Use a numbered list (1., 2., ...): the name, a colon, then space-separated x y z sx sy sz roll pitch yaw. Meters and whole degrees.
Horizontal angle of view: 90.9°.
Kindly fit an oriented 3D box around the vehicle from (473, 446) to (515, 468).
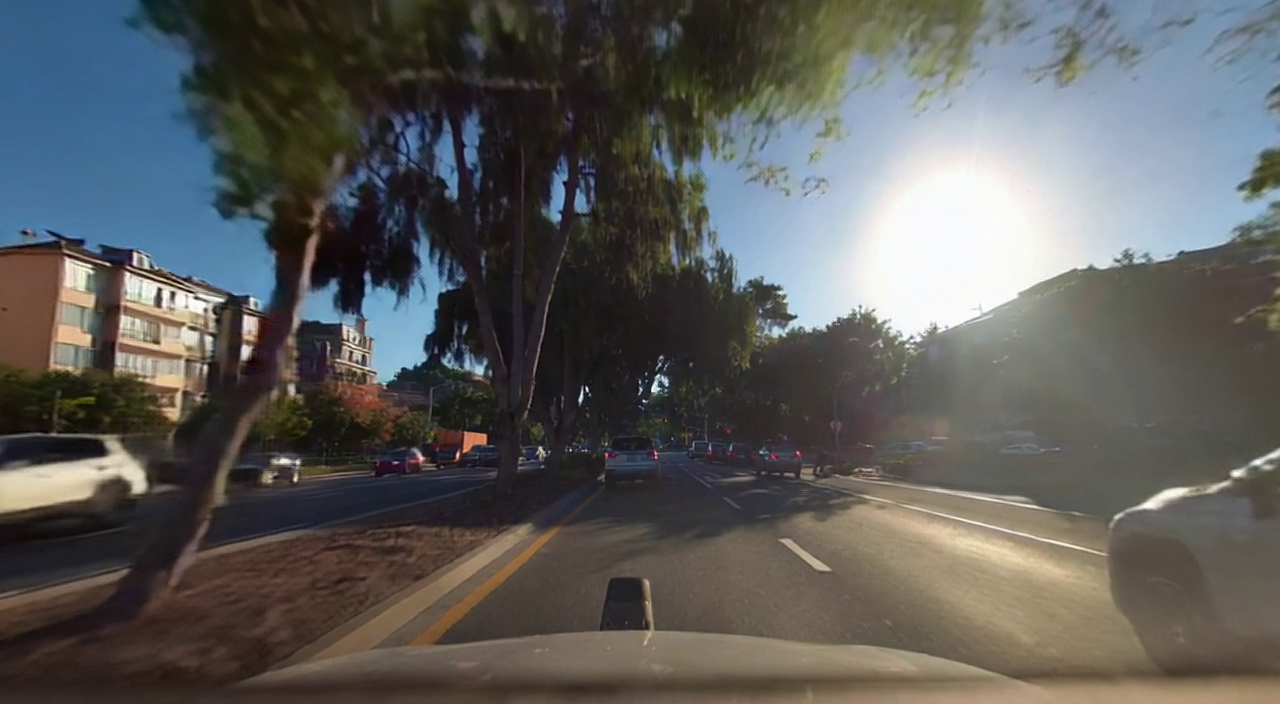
1. vehicle: -10.336 7.450 45.015 1.907 1.471 4.410 0 -8 1

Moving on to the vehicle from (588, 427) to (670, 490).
1. vehicle: -0.313 3.383 20.303 2.332 1.798 4.546 0 -8 0

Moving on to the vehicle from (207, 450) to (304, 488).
1. vehicle: -20.236 6.149 33.471 2.001 1.788 4.776 0 -8 1

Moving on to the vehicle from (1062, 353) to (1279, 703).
1. vehicle: 3.777 0.722 1.786 2.100 1.689 4.501 0 -8 2

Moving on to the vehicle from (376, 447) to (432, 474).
1. vehicle: -16.212 7.440 43.580 1.972 1.723 4.608 0 -8 2

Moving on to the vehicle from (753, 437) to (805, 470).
1. vehicle: 7.706 5.673 35.389 1.971 1.722 4.341 0 -8 0

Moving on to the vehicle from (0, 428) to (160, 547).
1. vehicle: -10.527 2.145 10.152 2.010 1.760 4.406 -1 -8 1
